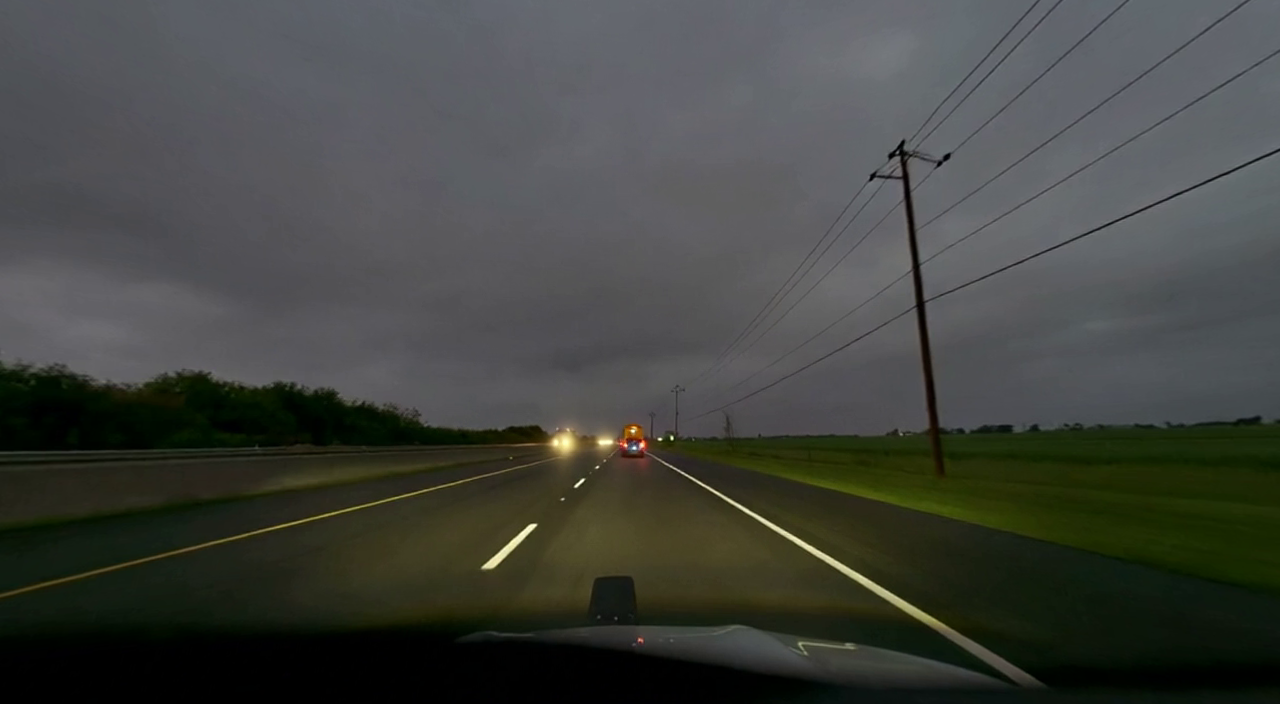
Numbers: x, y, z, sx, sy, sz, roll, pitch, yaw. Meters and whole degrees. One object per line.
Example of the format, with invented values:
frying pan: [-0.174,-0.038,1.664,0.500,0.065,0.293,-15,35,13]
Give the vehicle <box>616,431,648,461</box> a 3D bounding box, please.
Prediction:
vehicle: [-0.622,6.981,46.937,2.240,2.129,4.480,0,-8,-2]
